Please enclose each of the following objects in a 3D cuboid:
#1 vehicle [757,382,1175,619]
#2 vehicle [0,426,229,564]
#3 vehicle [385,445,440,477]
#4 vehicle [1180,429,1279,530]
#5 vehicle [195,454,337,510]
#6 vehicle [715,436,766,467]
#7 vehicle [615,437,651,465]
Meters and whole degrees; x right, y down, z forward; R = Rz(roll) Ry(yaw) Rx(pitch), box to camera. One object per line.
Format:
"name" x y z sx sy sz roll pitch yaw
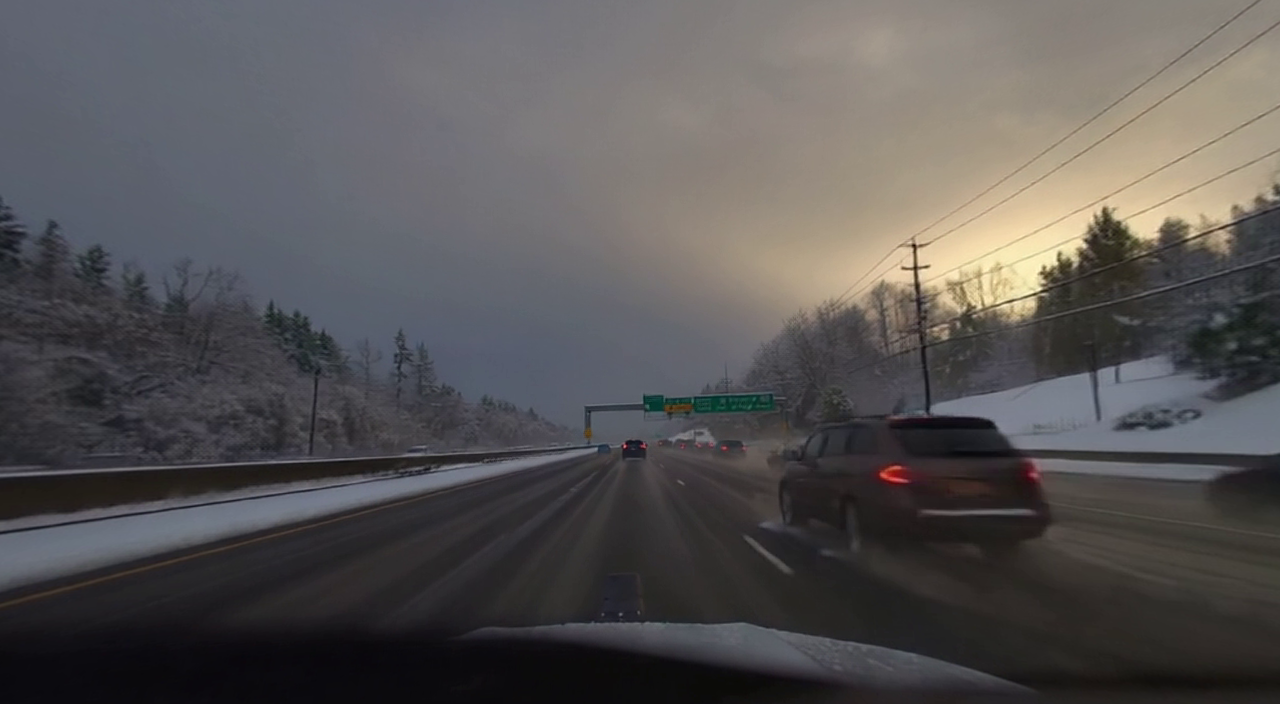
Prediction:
"vehicle" 2.988 1.501 7.368 2.152 1.821 4.853 0 -8 -2
"vehicle" -8.783 2.013 9.497 2.047 1.650 4.600 0 -8 -1
"vehicle" -15.645 7.475 43.563 2.010 2.033 5.111 1 -8 -2
"vehicle" 10.372 1.774 8.554 1.890 1.474 4.662 0 -8 -1
"vehicle" -11.858 4.109 20.376 1.893 1.508 4.418 0 -8 0
"vehicle" 6.419 6.405 40.652 2.145 1.822 4.791 1 -8 -4
"vehicle" -0.504 6.687 42.556 2.314 1.796 4.254 0 -8 -1
